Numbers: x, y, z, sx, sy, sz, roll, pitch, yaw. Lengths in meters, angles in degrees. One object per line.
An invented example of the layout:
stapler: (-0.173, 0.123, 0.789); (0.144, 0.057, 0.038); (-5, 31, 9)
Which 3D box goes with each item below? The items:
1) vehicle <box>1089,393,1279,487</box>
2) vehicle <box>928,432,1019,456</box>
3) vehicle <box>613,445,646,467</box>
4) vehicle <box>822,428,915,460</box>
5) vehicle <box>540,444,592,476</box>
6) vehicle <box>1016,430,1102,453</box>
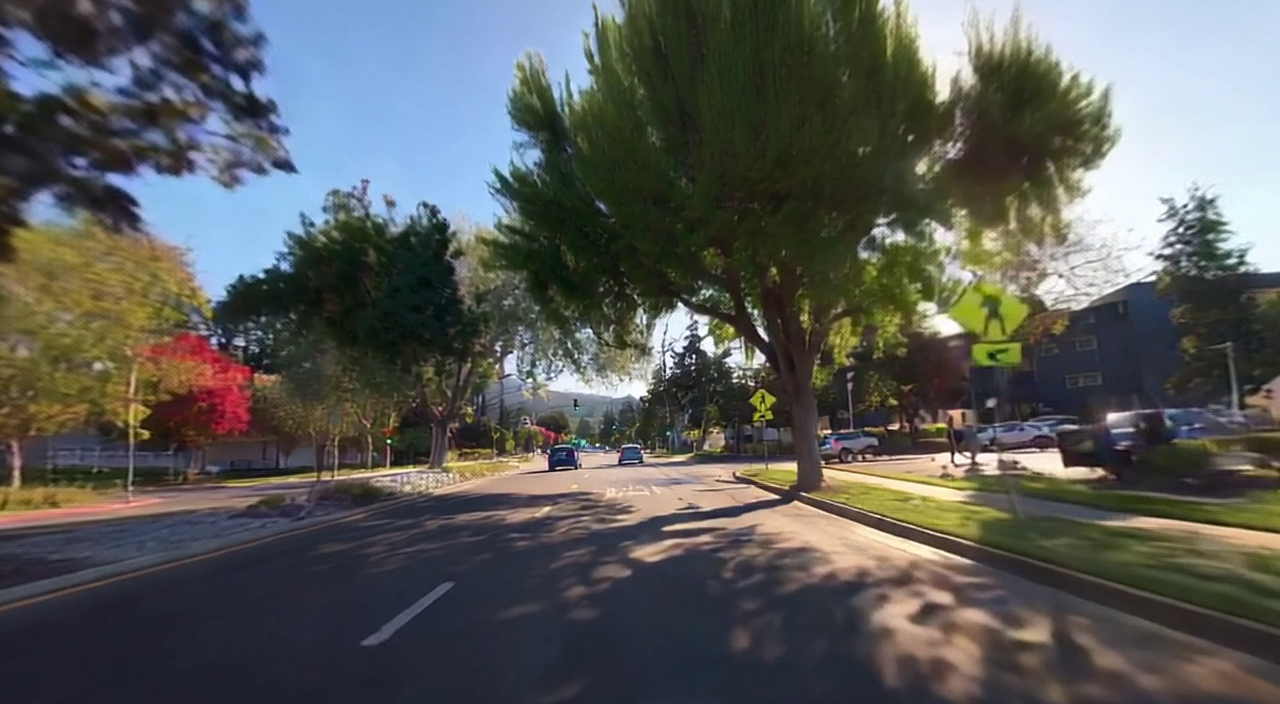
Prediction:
vehicle: (12.532, 1.814, 13.817); (4.442, 1.752, 2.008); (1, -2, -16)
vehicle: (22.381, 6.198, 42.368); (5.025, 1.532, 1.958); (0, -9, -1)
vehicle: (-0.746, 7.283, 44.176); (2.187, 1.478, 4.138); (0, -8, -1)
vehicle: (15.205, 6.162, 42.143); (5.230, 2.007, 2.410); (0, -9, 1)
vehicle: (-3.626, 5.384, 31.613); (2.083, 1.460, 4.527); (0, -8, -1)
vehicle: (28.261, 6.043, 42.523); (4.444, 1.482, 1.883); (0, -9, -4)
